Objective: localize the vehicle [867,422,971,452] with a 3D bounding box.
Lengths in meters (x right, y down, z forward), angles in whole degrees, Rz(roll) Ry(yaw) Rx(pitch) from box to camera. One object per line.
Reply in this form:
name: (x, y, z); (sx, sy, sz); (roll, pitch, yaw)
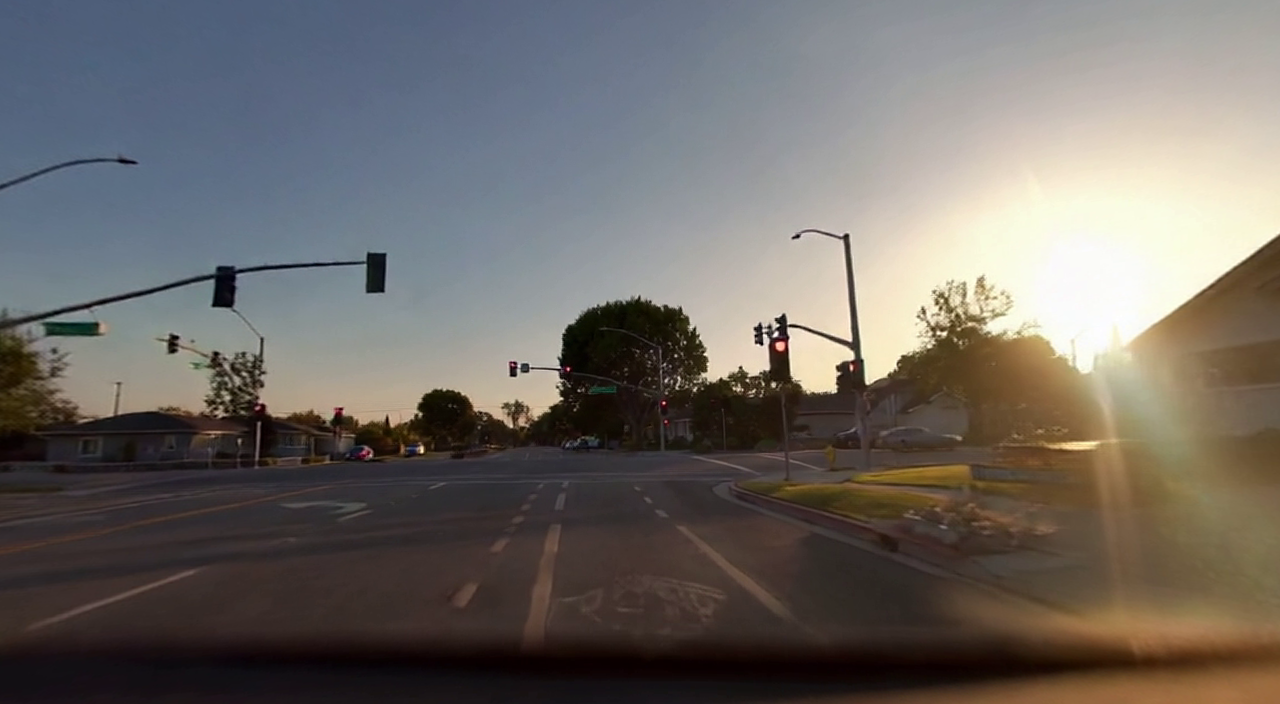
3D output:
vehicle: (14.902, 4.541, 33.818); (4.759, 1.461, 1.788); (0, -7, -5)
